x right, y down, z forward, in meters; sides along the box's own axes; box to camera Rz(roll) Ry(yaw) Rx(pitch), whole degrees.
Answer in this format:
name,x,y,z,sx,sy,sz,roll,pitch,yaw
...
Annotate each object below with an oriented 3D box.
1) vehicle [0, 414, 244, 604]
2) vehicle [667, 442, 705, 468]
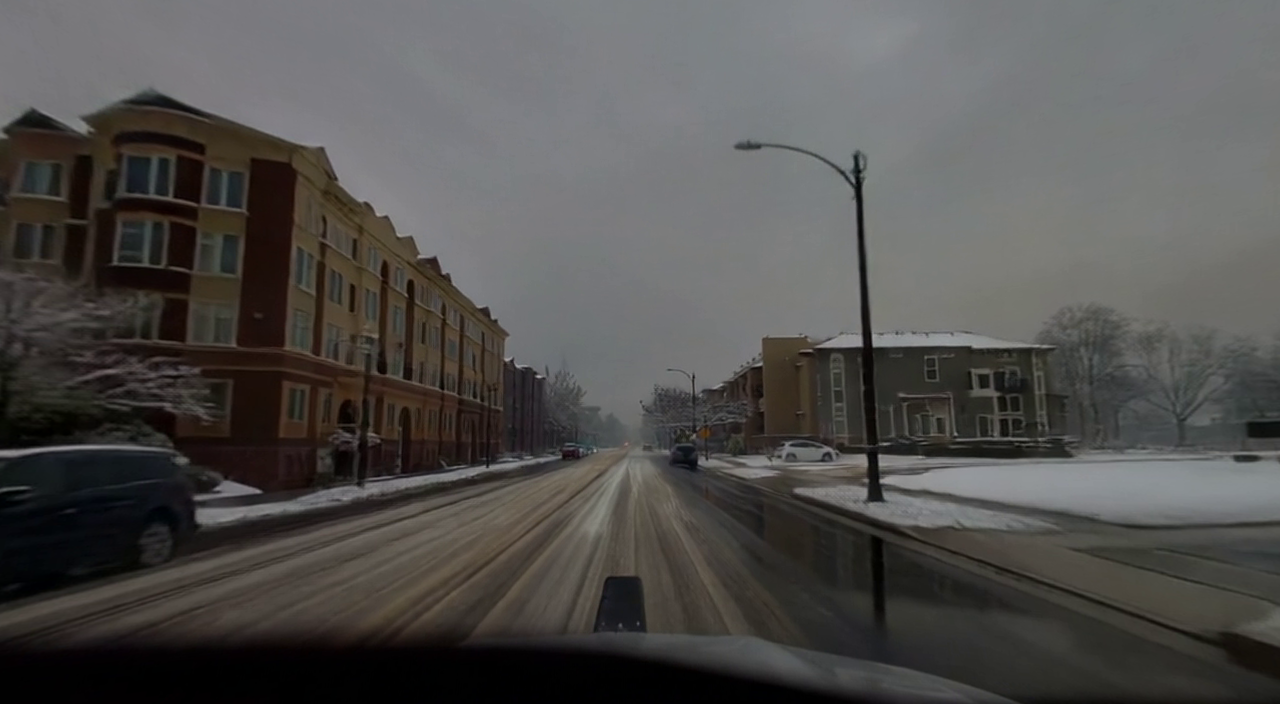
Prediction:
name,x,y,z,sx,sy,sz,roll,pitch,yaw
vehicle,-6.585,1.628,6.736,1.946,1.640,4.430,-3,-9,-1
vehicle,2.865,6.532,40.316,1.985,1.543,4.112,1,-8,-2
